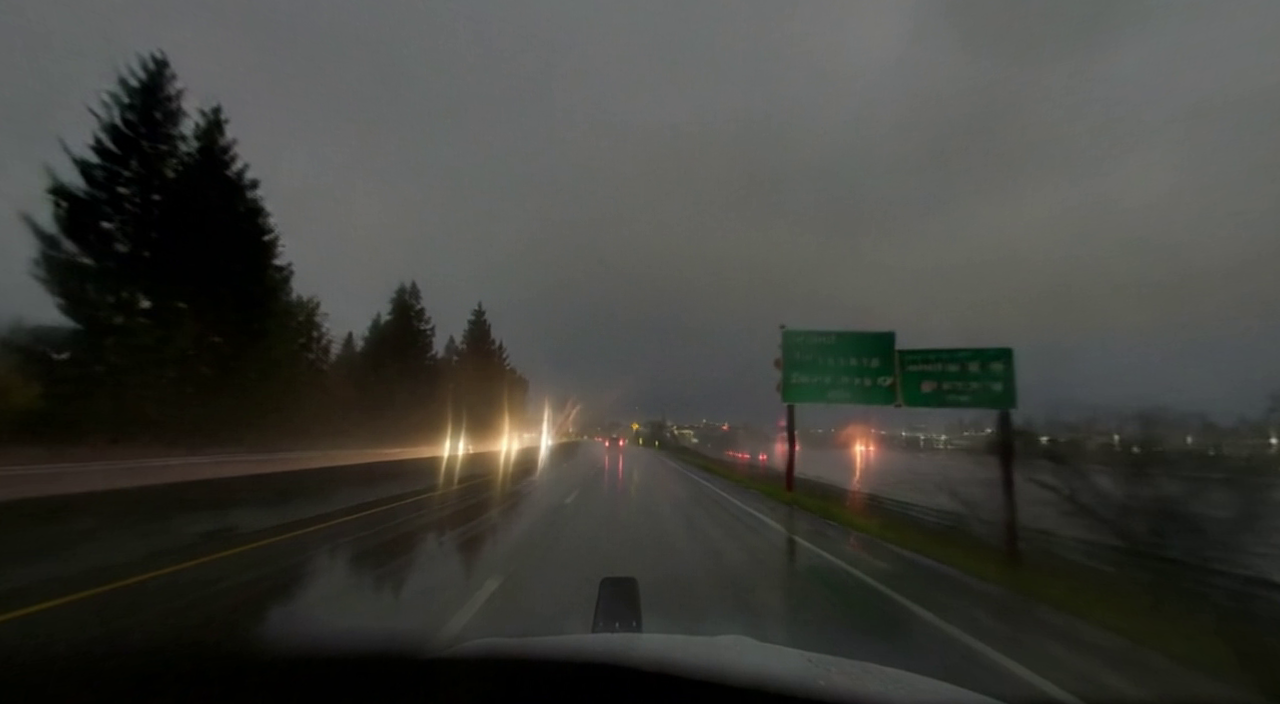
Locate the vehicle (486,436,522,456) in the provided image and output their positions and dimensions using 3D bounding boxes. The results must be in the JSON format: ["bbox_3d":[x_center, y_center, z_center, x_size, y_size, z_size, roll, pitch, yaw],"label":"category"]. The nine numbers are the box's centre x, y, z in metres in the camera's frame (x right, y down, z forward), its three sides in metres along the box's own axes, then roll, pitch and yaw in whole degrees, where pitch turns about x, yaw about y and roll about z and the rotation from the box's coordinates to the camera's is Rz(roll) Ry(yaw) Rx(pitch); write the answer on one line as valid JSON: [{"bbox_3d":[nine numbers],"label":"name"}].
[{"bbox_3d":[-10.404,7.224,48.585,1.911,1.465,3.948,0,-8,-1],"label":"vehicle"}]

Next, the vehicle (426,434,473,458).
[{"bbox_3d":[-13.241,6.497,44.007,1.971,1.581,4.317,0,-8,-1],"label":"vehicle"}]
